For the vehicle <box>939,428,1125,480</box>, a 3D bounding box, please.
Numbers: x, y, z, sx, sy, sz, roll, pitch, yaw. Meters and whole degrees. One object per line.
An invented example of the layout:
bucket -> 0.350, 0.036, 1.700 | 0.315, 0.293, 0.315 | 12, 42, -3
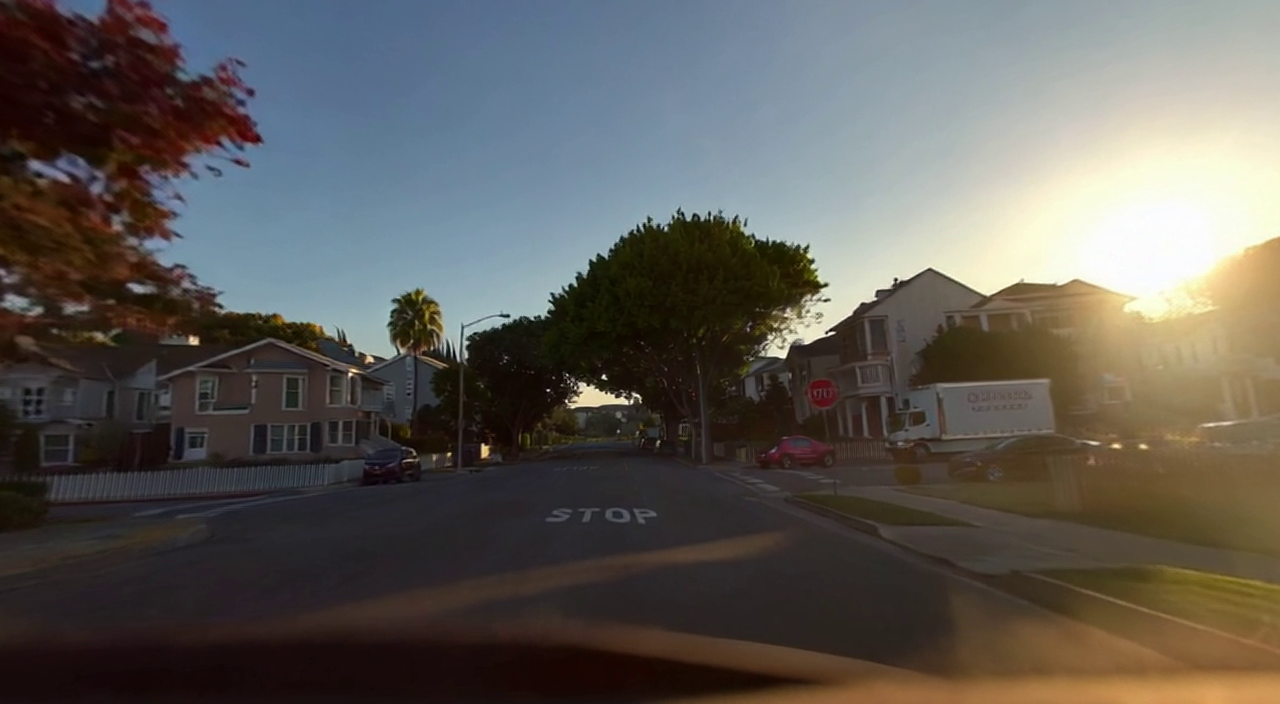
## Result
vehicle -> 12.011, 3.132, 19.566 | 4.488, 1.507, 1.954 | 0, -8, -3

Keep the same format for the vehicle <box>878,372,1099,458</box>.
vehicle -> 14.942, 2.798, 27.609 | 7.759, 3.523, 2.930 | 0, -9, 0

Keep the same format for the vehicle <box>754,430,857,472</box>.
vehicle -> 7.133, 4.326, 27.644 | 3.867, 1.710, 2.107 | 0, -9, -1

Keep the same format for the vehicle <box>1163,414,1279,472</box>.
vehicle -> 19.263, 2.867, 19.765 | 3.982, 1.661, 2.106 | 2, -9, -5
